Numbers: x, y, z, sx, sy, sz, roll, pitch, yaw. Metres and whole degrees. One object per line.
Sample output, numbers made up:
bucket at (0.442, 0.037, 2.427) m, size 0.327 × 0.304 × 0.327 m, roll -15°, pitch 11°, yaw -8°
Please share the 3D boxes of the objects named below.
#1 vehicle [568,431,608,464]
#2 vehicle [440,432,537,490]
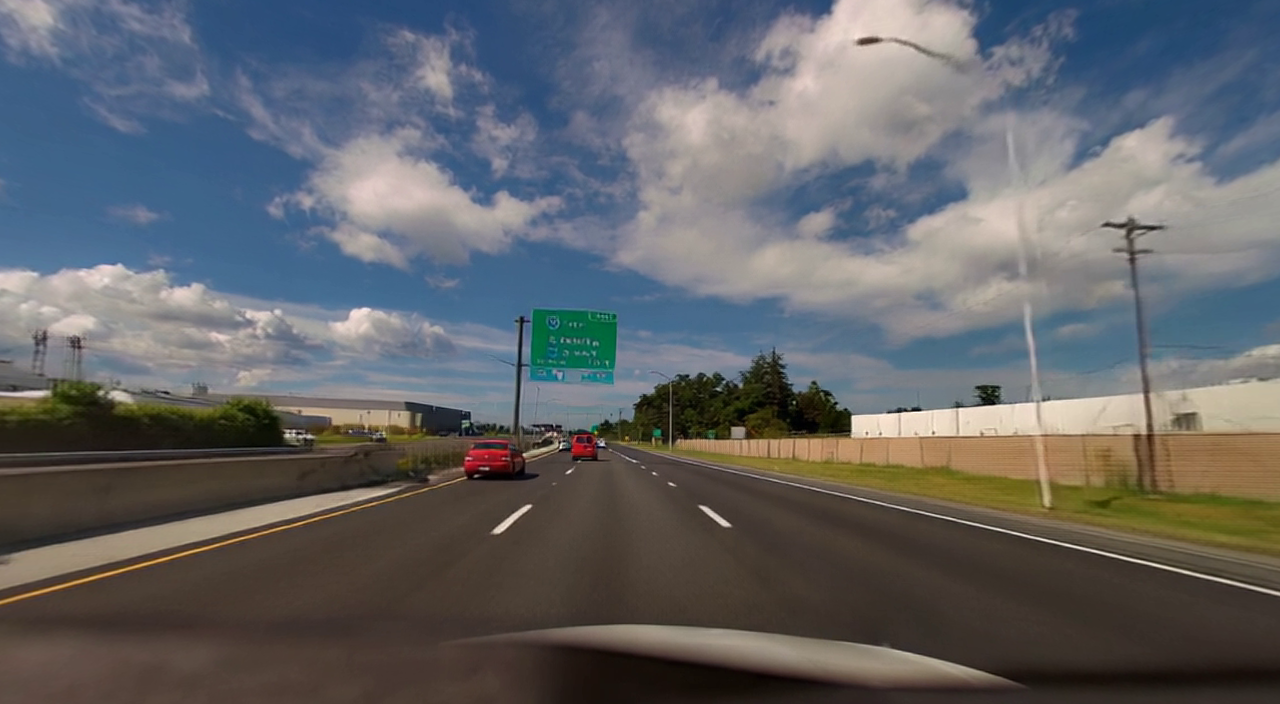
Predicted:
vehicle at (-3.153, 5.928, 39.159) m, size 2.260 × 1.901 × 4.665 m, roll 0°, pitch -8°, yaw -2°
vehicle at (-4.473, 3.262, 19.249) m, size 2.045 × 1.547 × 4.162 m, roll 0°, pitch -8°, yaw -2°
